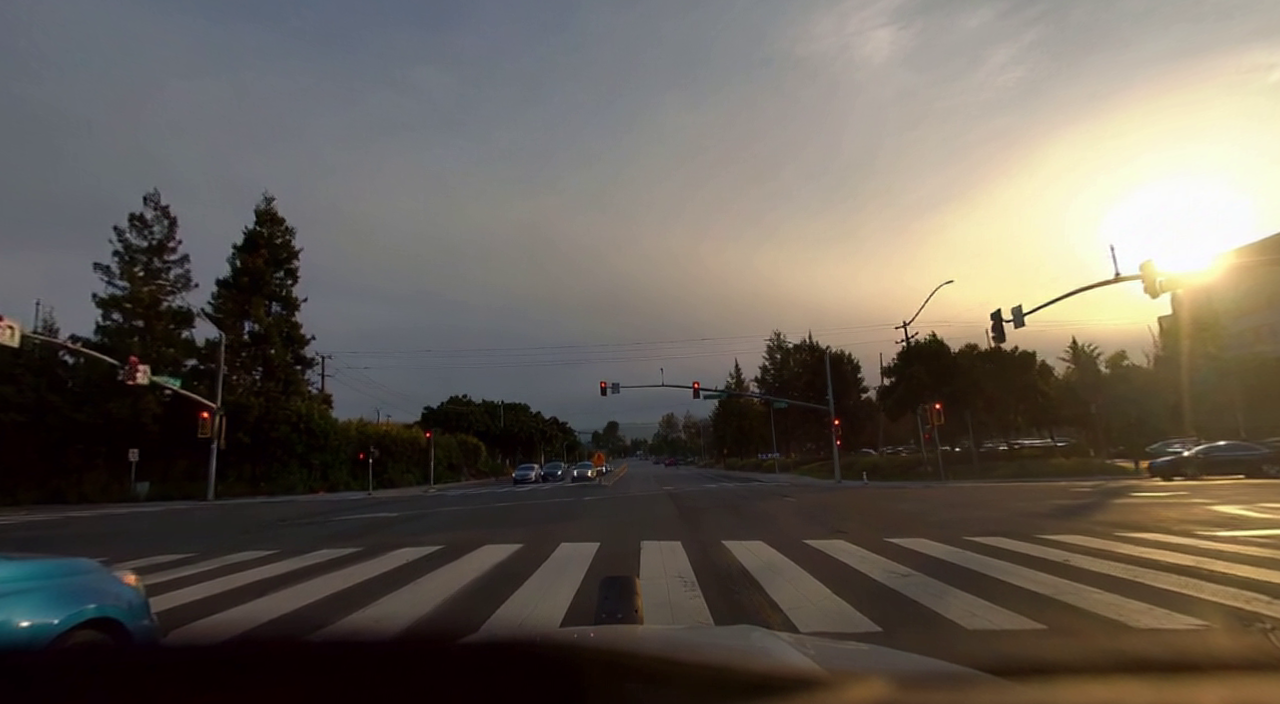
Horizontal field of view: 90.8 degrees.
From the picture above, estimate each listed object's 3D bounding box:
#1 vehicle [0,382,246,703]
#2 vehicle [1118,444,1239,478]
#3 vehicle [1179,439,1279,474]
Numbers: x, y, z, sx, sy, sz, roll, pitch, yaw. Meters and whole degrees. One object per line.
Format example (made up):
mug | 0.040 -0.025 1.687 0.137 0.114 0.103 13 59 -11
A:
vehicle | -2.989 0.753 1.238 1.969 1.513 3.773 0 -8 0
vehicle | 25.106 5.047 29.521 4.123 1.469 1.790 0 -8 -5
vehicle | 25.674 4.379 26.586 4.347 1.411 1.784 0 -8 -2
